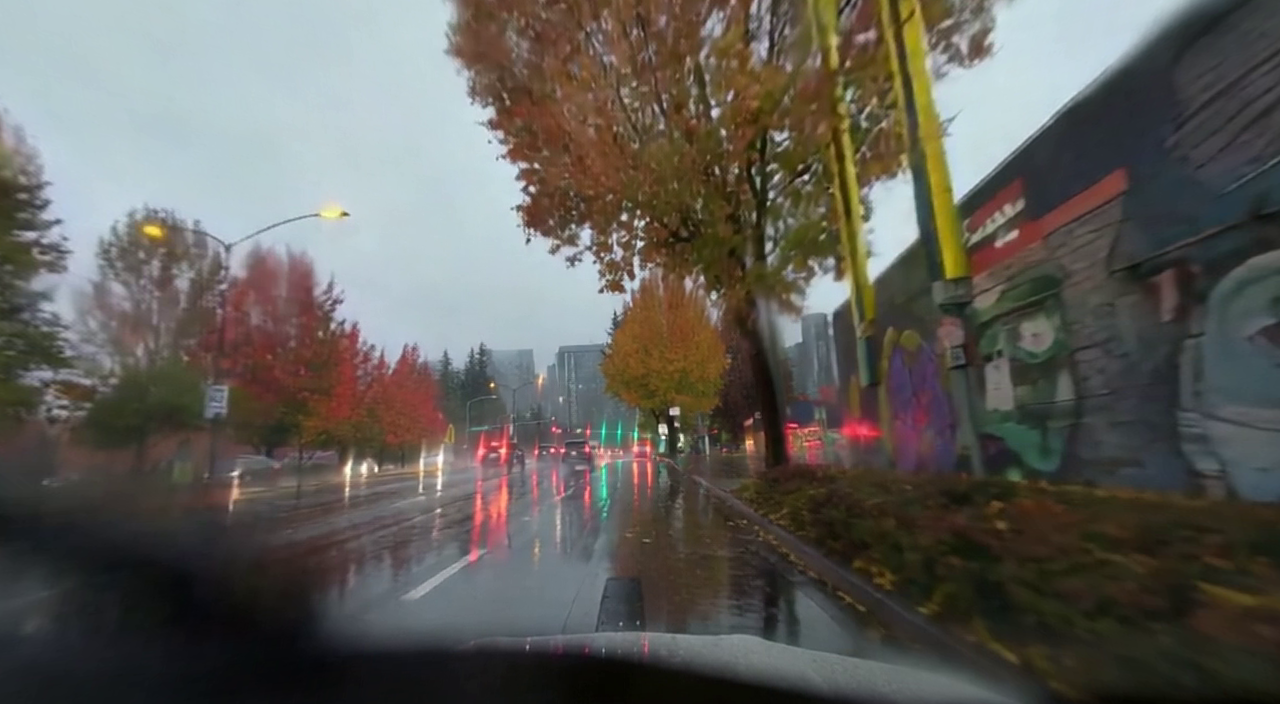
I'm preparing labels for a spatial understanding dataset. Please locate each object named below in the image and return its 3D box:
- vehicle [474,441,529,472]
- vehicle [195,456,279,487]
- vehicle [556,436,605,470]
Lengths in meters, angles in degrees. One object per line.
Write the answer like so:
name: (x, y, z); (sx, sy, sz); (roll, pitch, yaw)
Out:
vehicle: (-7.532, 5.738, 34.681); (1.932, 1.596, 4.247); (0, -9, 1)
vehicle: (-23.675, 7.017, 37.176); (1.955, 1.631, 4.469); (0, -9, 0)
vehicle: (-3.194, 5.553, 34.697); (2.165, 1.663, 4.513); (0, -9, 1)
